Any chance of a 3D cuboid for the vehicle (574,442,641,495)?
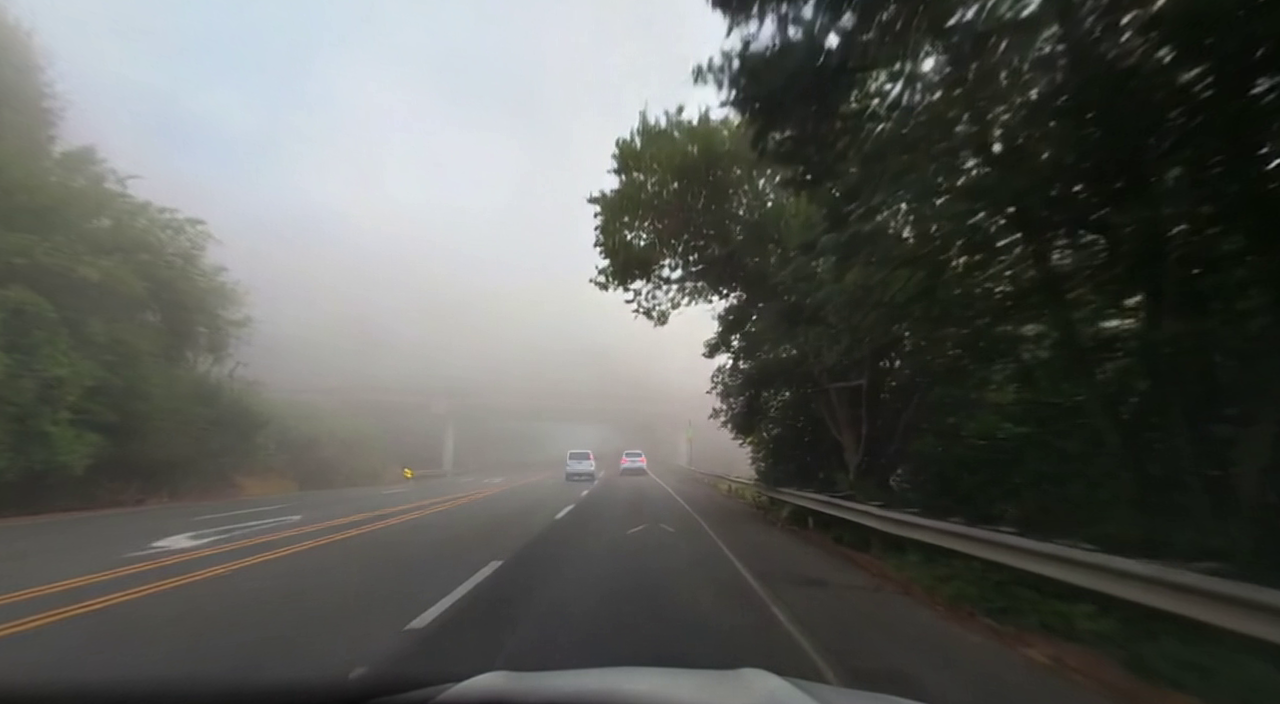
[{"bbox_3d":[-1.092,3.844,21.062,2.037,1.601,3.643,0,-9,-3],"label":"vehicle"}]
